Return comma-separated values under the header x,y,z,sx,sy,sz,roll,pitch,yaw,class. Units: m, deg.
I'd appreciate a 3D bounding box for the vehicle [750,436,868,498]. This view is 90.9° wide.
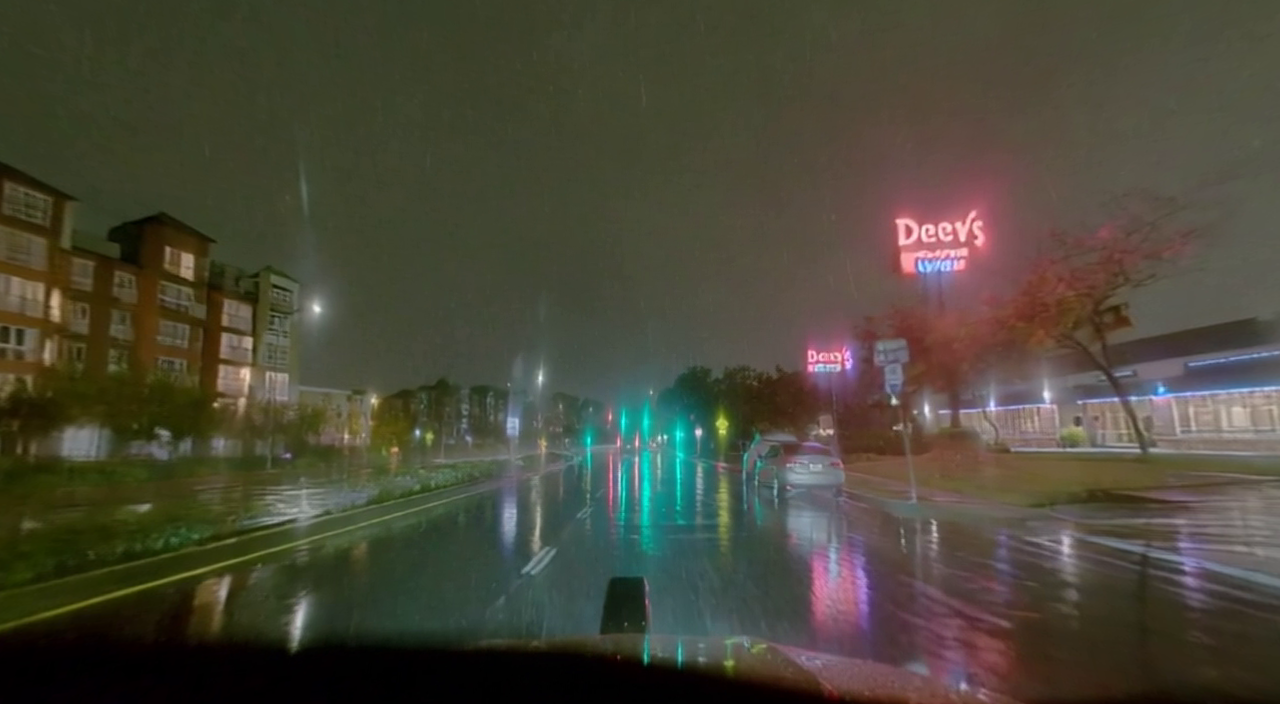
x,y,z,sx,sy,sz,roll,pitch,yaw,class
4.652,3.237,18.246,2.085,1.509,5.134,0,-8,1,vehicle
